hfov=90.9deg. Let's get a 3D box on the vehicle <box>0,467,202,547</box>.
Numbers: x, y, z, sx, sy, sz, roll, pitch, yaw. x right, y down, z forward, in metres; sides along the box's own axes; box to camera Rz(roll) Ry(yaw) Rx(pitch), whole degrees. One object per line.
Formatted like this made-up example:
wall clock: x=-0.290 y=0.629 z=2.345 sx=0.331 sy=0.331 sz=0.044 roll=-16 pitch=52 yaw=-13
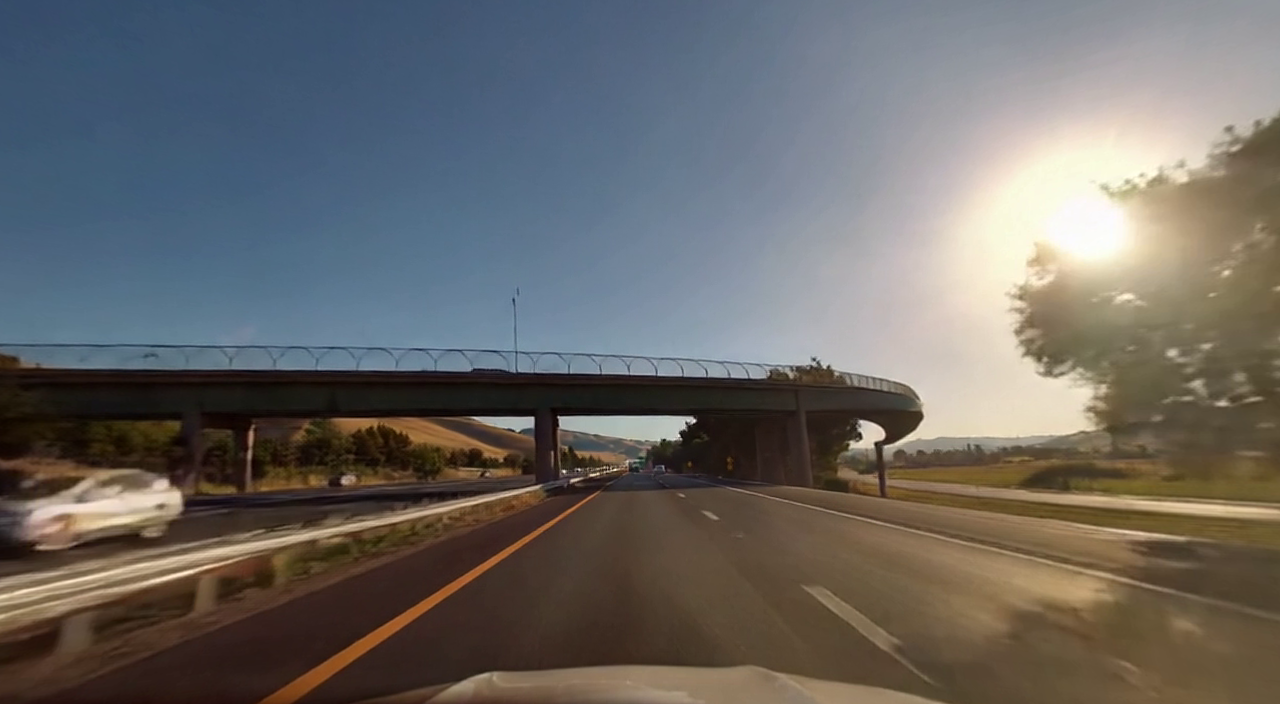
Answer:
vehicle: x=-12.897 y=3.518 z=14.887 sx=2.000 sy=1.564 sz=4.257 roll=1 pitch=-10 yaw=0
